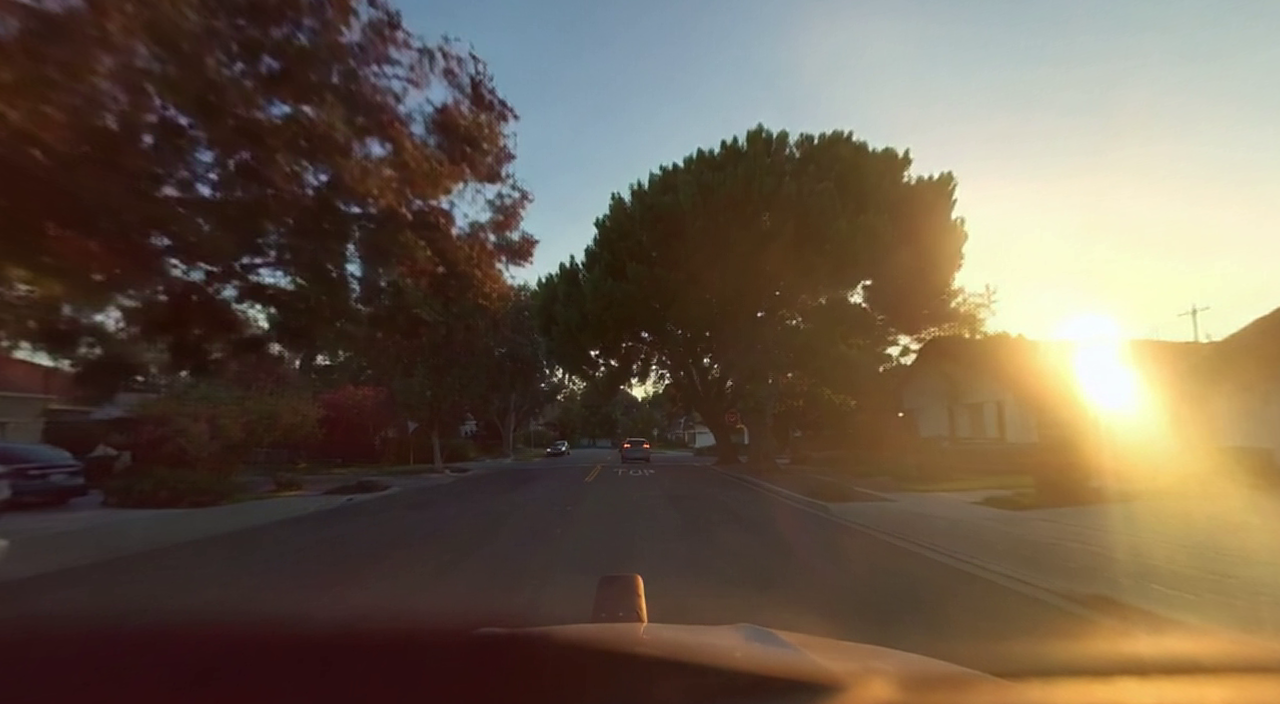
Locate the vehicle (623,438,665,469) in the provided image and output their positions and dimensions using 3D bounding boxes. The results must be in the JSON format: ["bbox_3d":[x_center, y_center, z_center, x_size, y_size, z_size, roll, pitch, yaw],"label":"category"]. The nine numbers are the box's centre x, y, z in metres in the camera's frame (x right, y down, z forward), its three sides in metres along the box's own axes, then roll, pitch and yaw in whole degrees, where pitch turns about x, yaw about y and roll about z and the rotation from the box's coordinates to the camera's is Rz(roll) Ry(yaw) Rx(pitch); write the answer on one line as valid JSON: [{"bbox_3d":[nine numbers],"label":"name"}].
[{"bbox_3d":[0.177,5.296,32.997,2.043,1.484,4.340,0,-8,0],"label":"vehicle"}]

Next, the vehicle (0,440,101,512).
[{"bbox_3d":[-16.709,3.026,15.560,4.783,1.652,1.977,0,-9,-3],"label":"vehicle"}]
